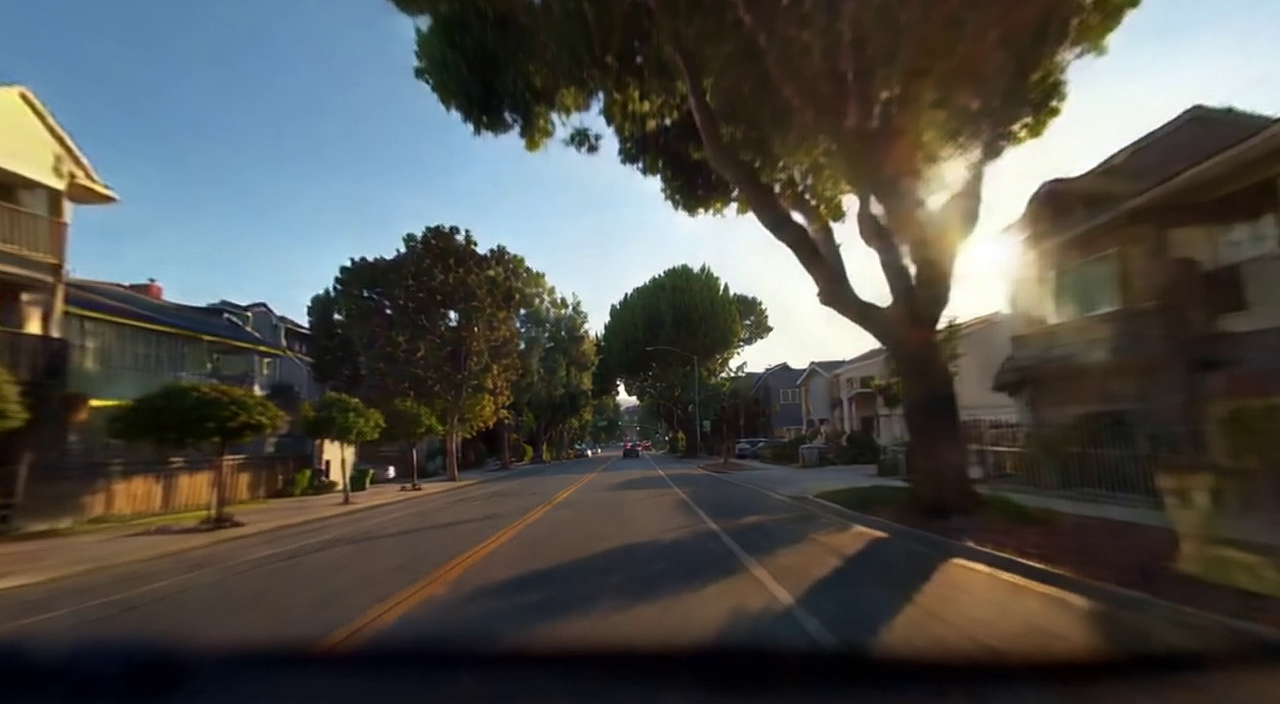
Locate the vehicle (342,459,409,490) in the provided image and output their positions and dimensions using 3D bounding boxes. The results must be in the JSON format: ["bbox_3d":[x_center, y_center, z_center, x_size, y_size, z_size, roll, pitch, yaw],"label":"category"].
[{"bbox_3d":[-15.480,7.181,37.262,2.124,1.538,4.237,-1,-8,0],"label":"vehicle"}]
